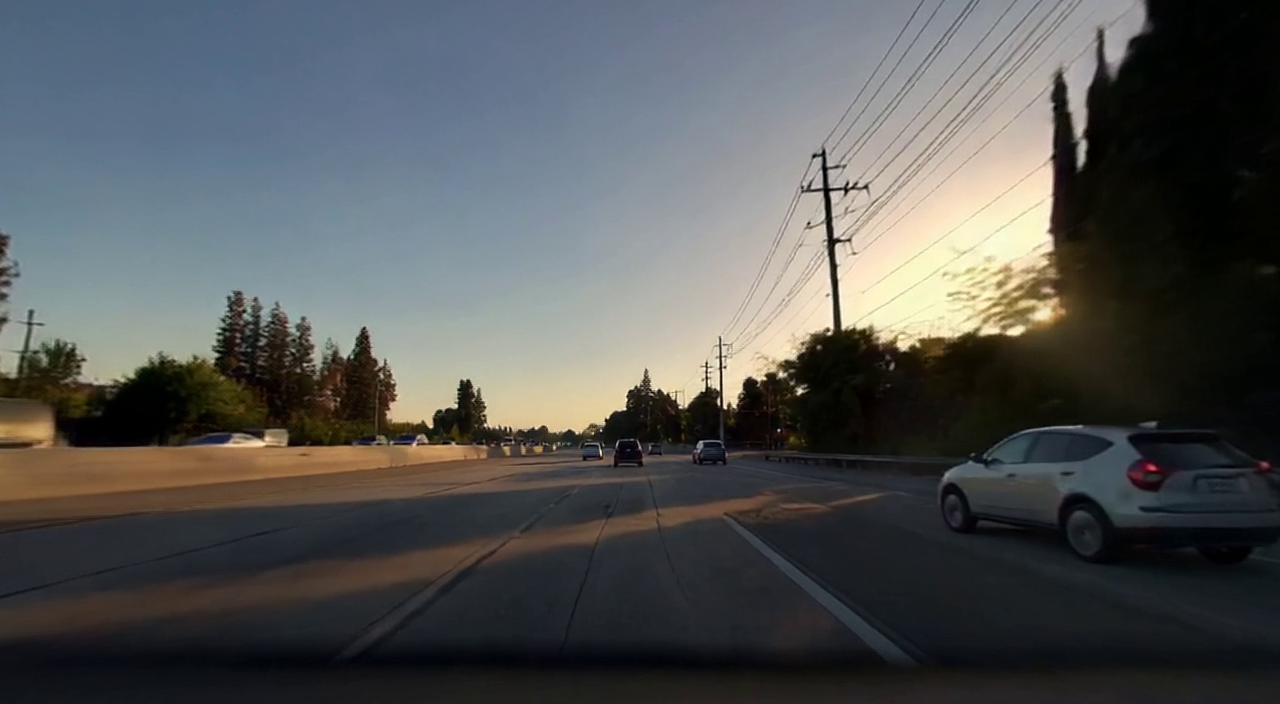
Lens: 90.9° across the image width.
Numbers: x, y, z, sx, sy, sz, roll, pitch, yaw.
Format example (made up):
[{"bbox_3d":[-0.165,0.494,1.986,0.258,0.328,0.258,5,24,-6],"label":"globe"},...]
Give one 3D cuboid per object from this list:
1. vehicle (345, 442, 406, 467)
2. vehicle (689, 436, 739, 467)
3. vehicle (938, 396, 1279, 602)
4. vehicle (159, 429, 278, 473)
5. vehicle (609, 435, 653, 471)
[{"bbox_3d":[-16.653,6.463,39.951,1.902,1.437,4.601,0,-8,0],"label":"vehicle"},{"bbox_3d":[4.355,5.966,37.987,2.099,1.720,4.829,1,-9,-4],"label":"vehicle"},{"bbox_3d":[5.999,1.604,7.794,2.102,1.723,4.745,1,-9,-3],"label":"vehicle"},{"bbox_3d":[-16.390,3.886,24.812,1.838,1.551,4.182,0,-9,-2],"label":"vehicle"},{"bbox_3d":[-0.543,5.331,33.417,2.192,1.769,4.287,0,-9,-2],"label":"vehicle"}]
